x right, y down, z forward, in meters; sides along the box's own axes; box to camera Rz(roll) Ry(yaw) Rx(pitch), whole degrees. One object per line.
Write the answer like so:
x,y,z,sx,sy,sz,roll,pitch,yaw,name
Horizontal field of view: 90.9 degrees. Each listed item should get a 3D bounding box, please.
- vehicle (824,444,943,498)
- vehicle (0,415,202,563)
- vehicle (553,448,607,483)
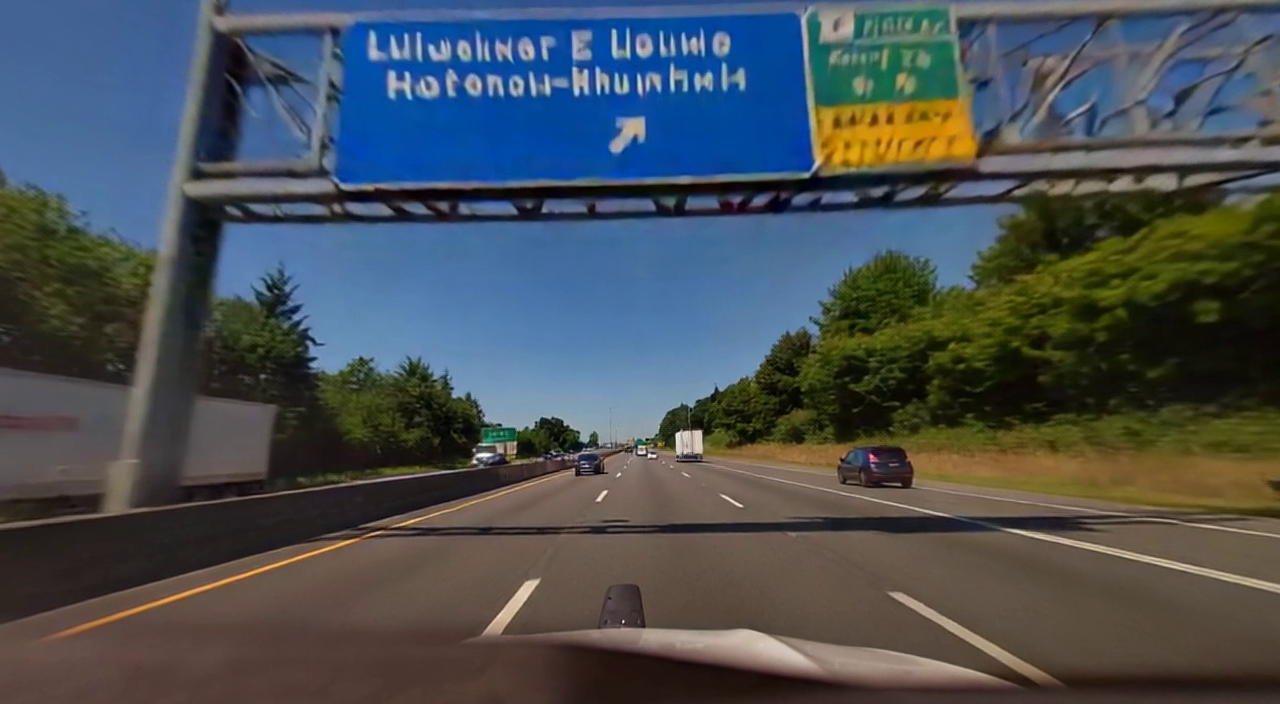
7.623,3.750,20.271,1.943,1.493,4.507,0,-9,-1,vehicle
-11.422,2.391,11.353,2.334,2.350,6.510,0,-9,0,vehicle
-2.814,5.430,30.448,2.191,1.563,4.318,0,-9,0,vehicle
